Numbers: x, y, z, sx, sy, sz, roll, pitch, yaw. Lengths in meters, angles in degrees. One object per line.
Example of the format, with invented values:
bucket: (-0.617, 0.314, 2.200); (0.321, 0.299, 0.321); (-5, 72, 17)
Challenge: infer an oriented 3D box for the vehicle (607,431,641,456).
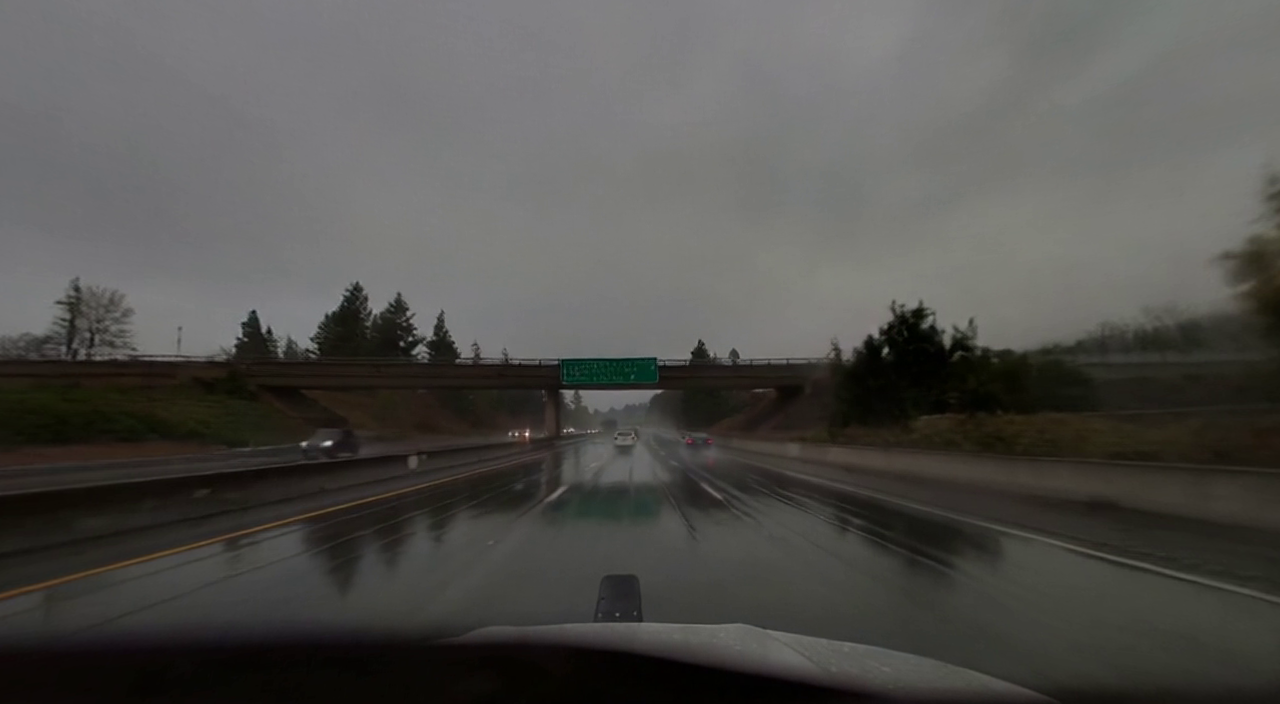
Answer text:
vehicle: (-0.952, 5.592, 38.757); (1.987, 1.440, 3.565); (0, -8, -1)

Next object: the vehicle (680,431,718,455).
vehicle: (3.965, 6.178, 43.028); (2.056, 1.508, 4.093); (0, -8, -2)
